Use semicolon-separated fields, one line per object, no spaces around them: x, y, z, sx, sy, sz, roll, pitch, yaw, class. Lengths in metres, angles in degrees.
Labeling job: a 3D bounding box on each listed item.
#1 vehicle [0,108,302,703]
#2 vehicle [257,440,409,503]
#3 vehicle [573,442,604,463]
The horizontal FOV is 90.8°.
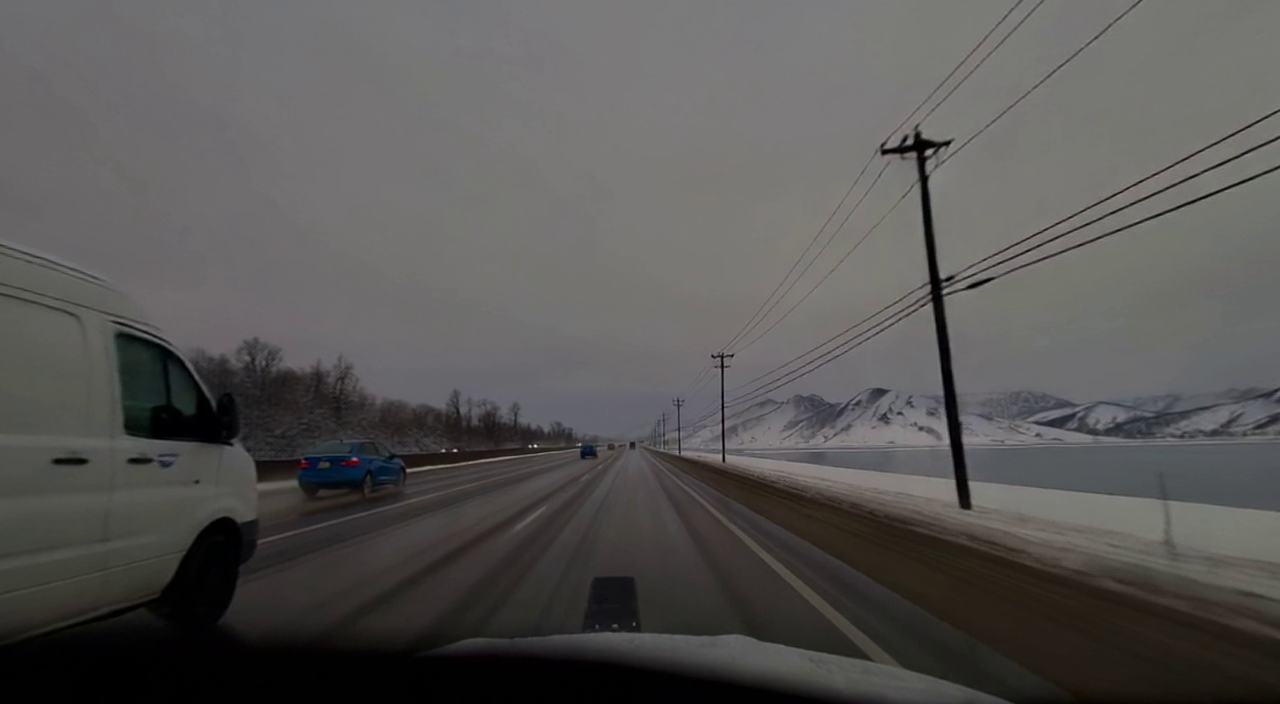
-3.870;0.204;1.604;2.331;2.757;6.581;0;-8;0;vehicle
-8.015;3.138;17.053;1.847;1.456;4.471;0;-8;0;vehicle
-3.961;7.810;49.352;2.097;1.514;4.209;0;-8;-1;vehicle
